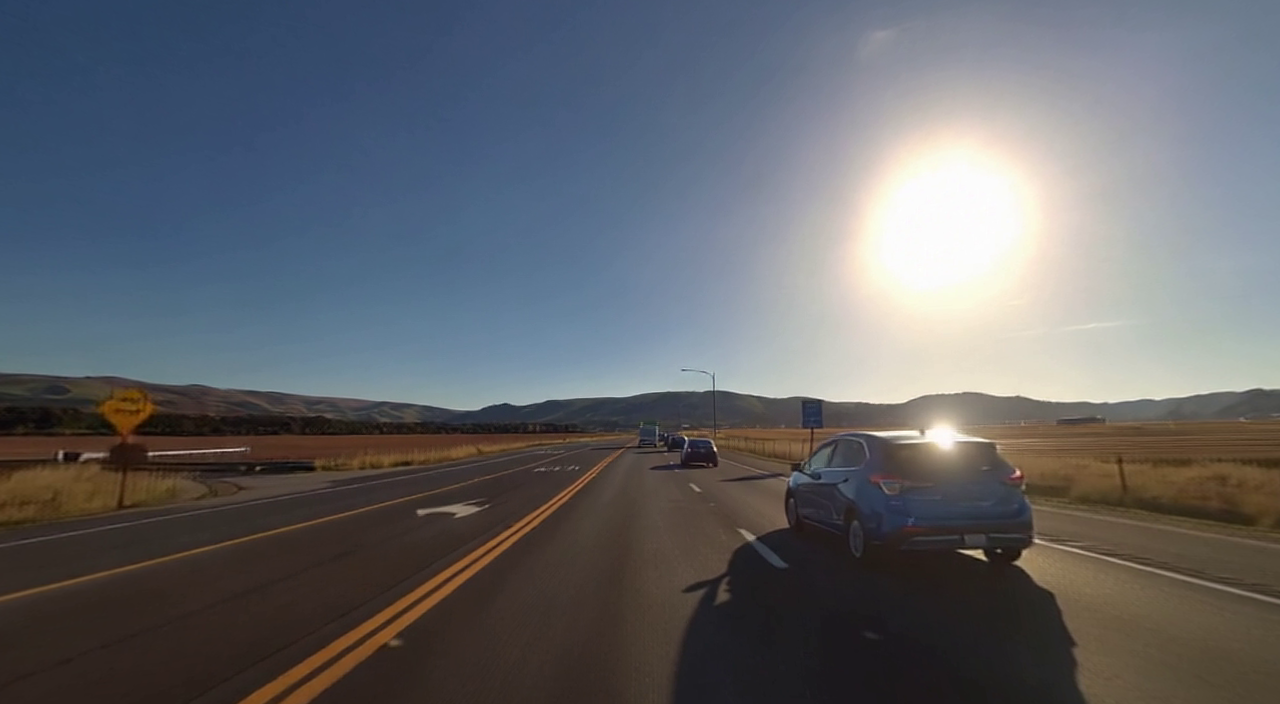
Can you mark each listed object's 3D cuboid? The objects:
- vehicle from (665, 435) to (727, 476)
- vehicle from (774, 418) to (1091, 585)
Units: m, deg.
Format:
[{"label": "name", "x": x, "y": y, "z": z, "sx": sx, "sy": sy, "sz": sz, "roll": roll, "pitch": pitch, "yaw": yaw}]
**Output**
[{"label": "vehicle", "x": 2.210, "y": 4.224, "z": 26.041, "sx": 2.026, "sy": 1.531, "sz": 4.273, "roll": 0, "pitch": -8, "yaw": -1}, {"label": "vehicle", "x": 3.159, "y": 1.683, "z": 7.918, "sx": 2.007, "sy": 1.534, "sz": 3.976, "roll": 0, "pitch": -8, "yaw": -1}]
